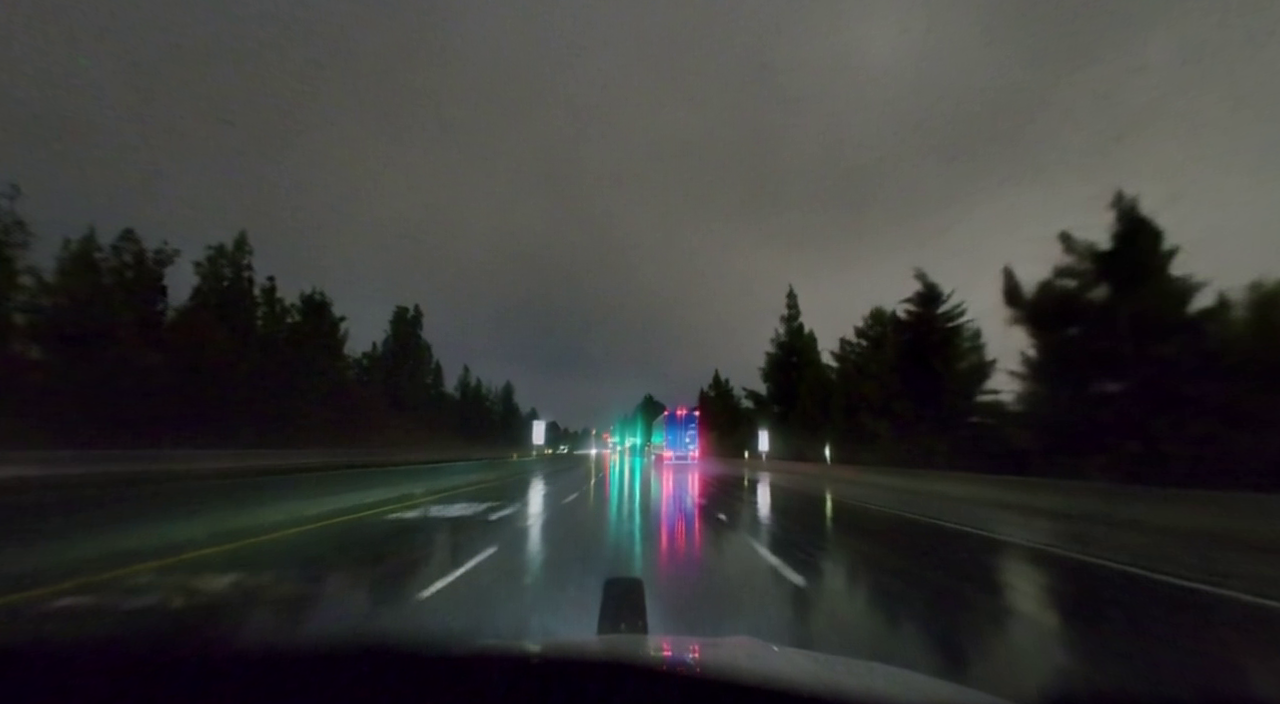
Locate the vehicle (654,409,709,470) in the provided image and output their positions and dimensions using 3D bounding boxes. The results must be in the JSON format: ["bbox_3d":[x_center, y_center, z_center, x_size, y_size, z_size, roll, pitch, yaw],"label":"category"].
[{"bbox_3d":[2.983,6.992,49.579,3.279,4.165,13.149,0,-9,-1],"label":"vehicle"}]
